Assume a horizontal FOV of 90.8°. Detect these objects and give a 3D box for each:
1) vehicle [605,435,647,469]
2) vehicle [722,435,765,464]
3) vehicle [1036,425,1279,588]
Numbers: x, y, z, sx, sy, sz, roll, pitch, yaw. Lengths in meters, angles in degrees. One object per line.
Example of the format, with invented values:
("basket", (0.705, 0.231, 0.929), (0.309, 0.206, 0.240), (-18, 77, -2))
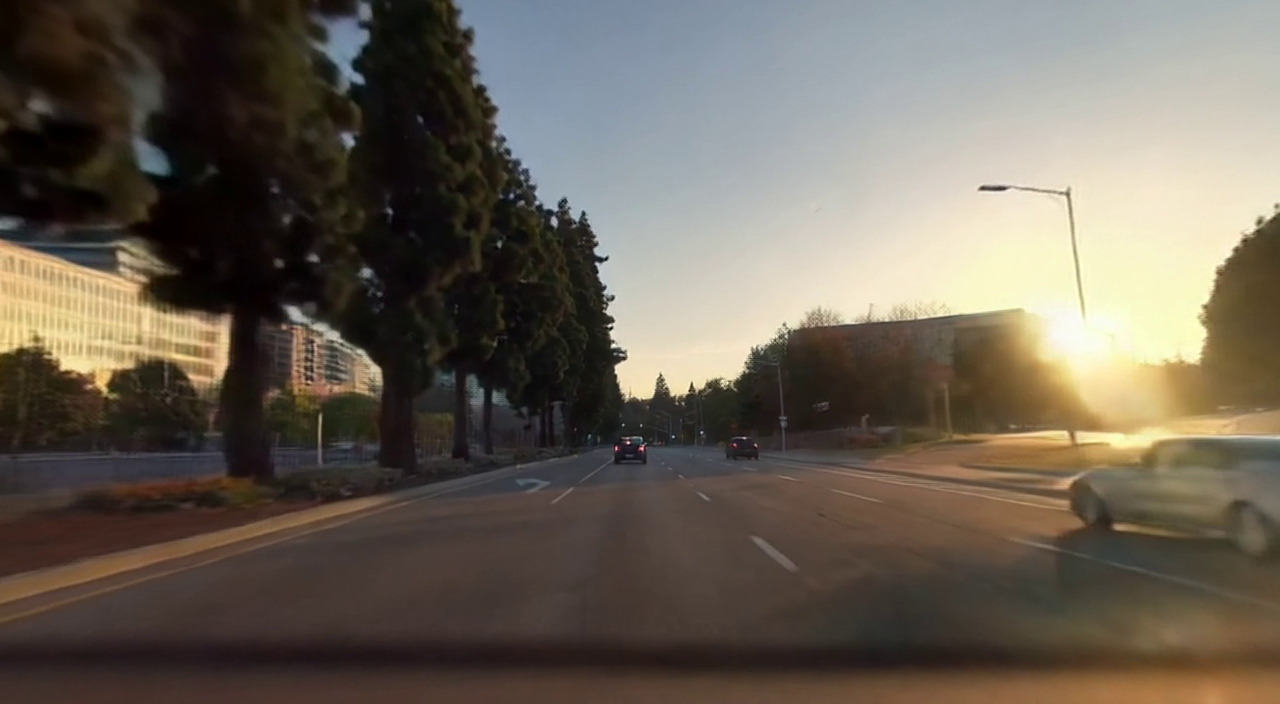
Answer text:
("vehicle", (-0.696, 5.568, 35.365), (2.193, 1.794, 4.457), (0, -8, 0))
("vehicle", (6.769, 6.448, 41.907), (2.026, 1.804, 4.565), (0, -8, -1))
("vehicle", (6.902, 1.591, 7.034), (2.139, 1.471, 4.393), (0, -8, 0))
